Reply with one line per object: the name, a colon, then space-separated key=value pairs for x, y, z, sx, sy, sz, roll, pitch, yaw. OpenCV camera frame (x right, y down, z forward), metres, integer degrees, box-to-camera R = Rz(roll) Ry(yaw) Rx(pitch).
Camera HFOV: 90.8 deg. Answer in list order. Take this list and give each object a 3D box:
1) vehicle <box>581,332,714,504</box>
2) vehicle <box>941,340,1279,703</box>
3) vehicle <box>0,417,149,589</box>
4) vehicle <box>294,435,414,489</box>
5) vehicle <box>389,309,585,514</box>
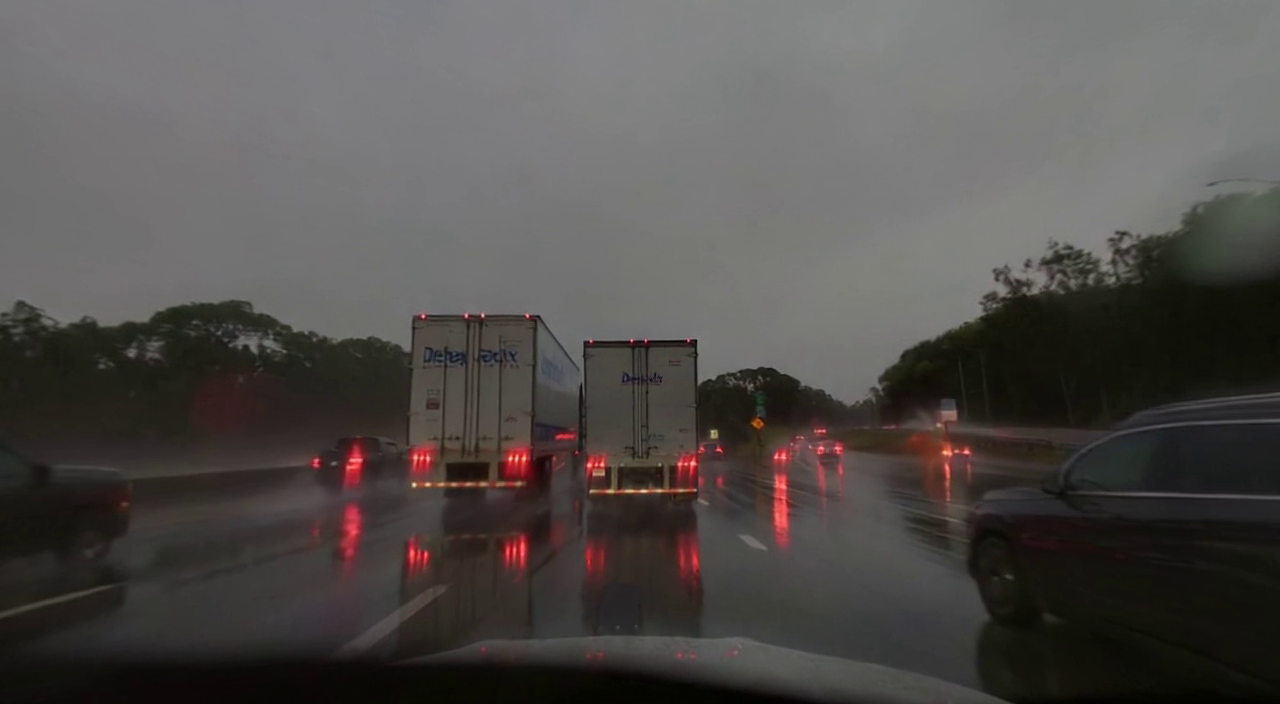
vehicle: x=0.087 y=2.167 z=18.953 sx=2.910 sy=3.828 sz=9.805 roll=0 pitch=-9 yaw=-1
vehicle: x=3.912 y=0.935 z=3.511 sx=2.136 sy=1.753 sz=4.644 roll=0 pitch=-9 yaw=0
vehicle: x=-7.389 y=1.451 z=5.916 sx=2.017 sy=1.694 sz=4.420 roll=0 pitch=-9 yaw=-1
vehicle: x=-10.992 y=4.261 z=24.889 sx=2.120 sy=1.862 sz=5.530 roll=0 pitch=-9 yaw=0
vehicle: x=-3.729 y=2.361 z=20.633 sx=2.873 sy=4.107 sz=15.970 roll=0 pitch=-9 yaw=-2
